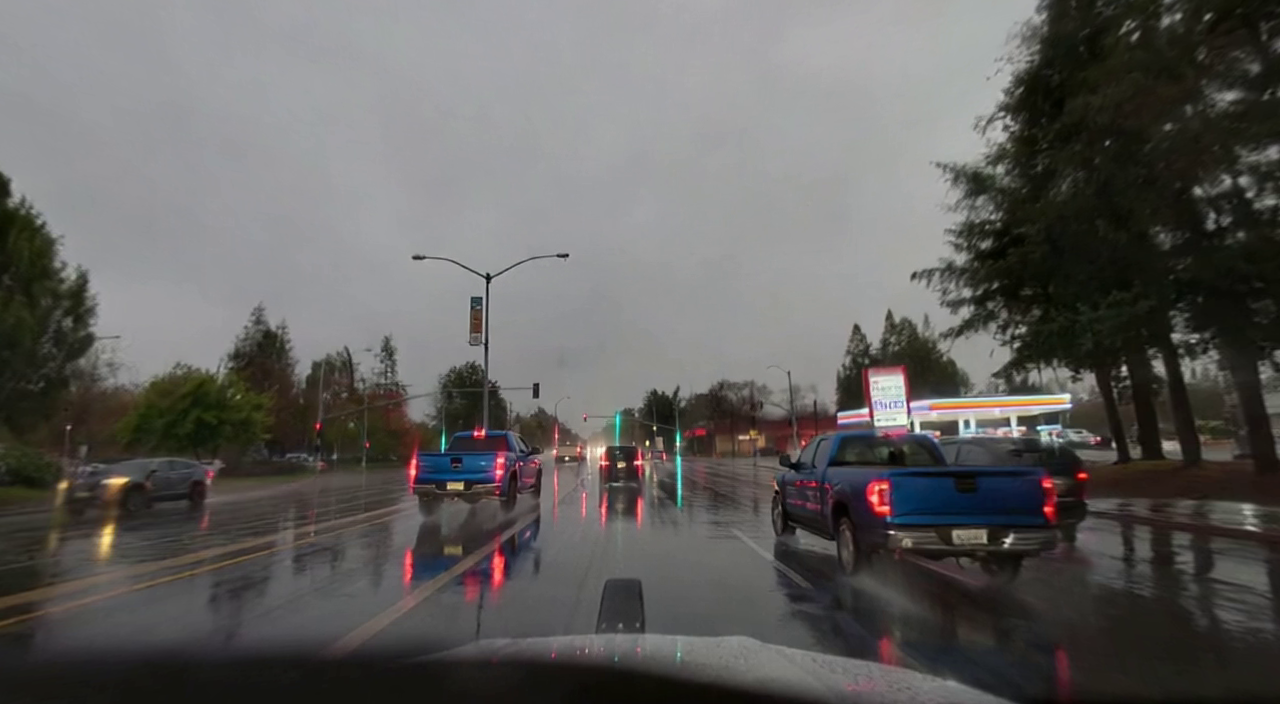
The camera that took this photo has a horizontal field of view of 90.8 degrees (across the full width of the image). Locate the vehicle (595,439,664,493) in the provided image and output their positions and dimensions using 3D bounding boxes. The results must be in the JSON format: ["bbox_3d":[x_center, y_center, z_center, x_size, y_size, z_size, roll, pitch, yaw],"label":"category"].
[{"bbox_3d":[-0.371,3.699,20.815,2.029,1.605,3.827,0,-9,-2],"label":"vehicle"}]

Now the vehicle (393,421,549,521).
[{"bbox_3d":[-3.669,2.730,15.078,2.195,1.905,5.634,0,-9,0],"label":"vehicle"}]

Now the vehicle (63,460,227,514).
[{"bbox_3d":[-16.191,4.410,21.061,1.866,1.477,4.550,0,-9,-2],"label":"vehicle"}]

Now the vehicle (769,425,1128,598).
[{"bbox_3d":[3.163,1.728,7.805,2.061,1.487,4.462,0,-9,-2],"label":"vehicle"}]

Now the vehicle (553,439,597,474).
[{"bbox_3d":[-4.023,6.564,39.991,2.321,2.026,5.307,0,-9,-1],"label":"vehicle"}]
